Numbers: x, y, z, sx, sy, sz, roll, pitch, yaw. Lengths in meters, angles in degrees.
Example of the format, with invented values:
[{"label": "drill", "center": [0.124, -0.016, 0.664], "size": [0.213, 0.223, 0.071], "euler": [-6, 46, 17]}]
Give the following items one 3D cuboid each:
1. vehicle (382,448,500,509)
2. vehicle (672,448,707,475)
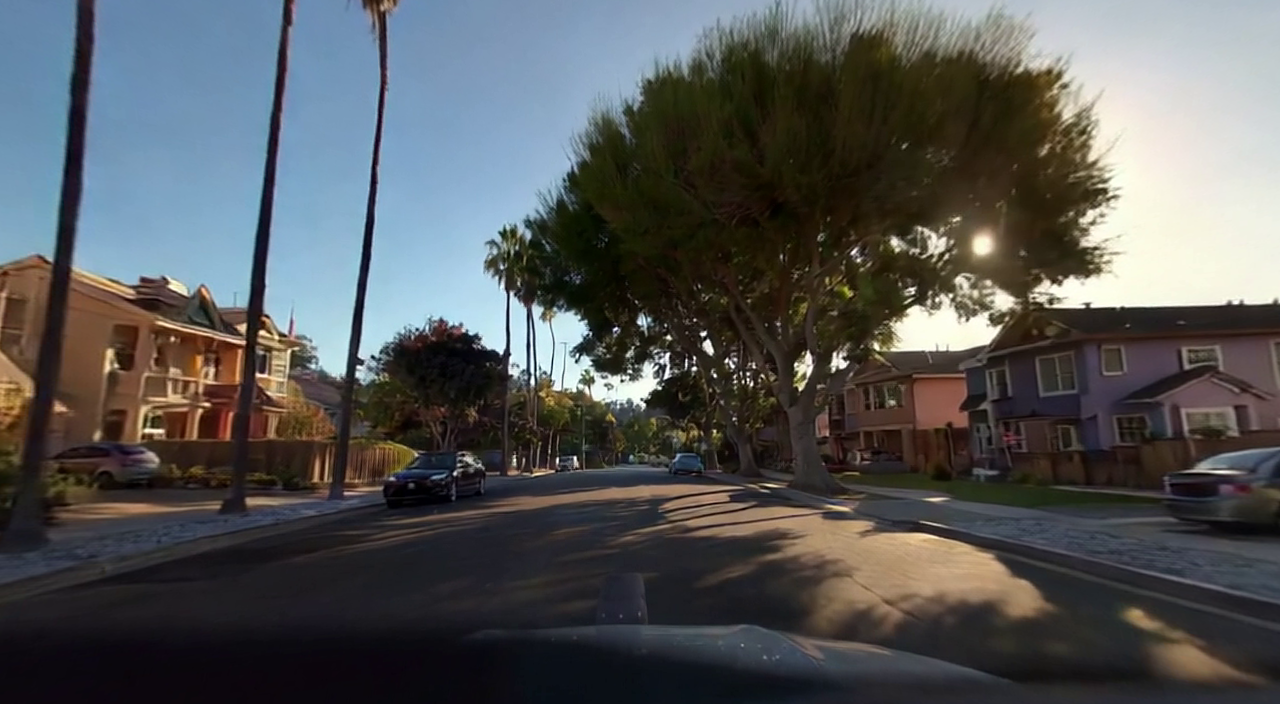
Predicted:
[{"label": "vehicle", "center": [-5.717, 3.661, 18.881], "size": [2.079, 1.486, 4.877], "euler": [-2, -8, -2]}, {"label": "vehicle", "center": [3.564, 7.954, 46.141], "size": [1.976, 1.771, 4.377], "euler": [3, -9, -2]}]
